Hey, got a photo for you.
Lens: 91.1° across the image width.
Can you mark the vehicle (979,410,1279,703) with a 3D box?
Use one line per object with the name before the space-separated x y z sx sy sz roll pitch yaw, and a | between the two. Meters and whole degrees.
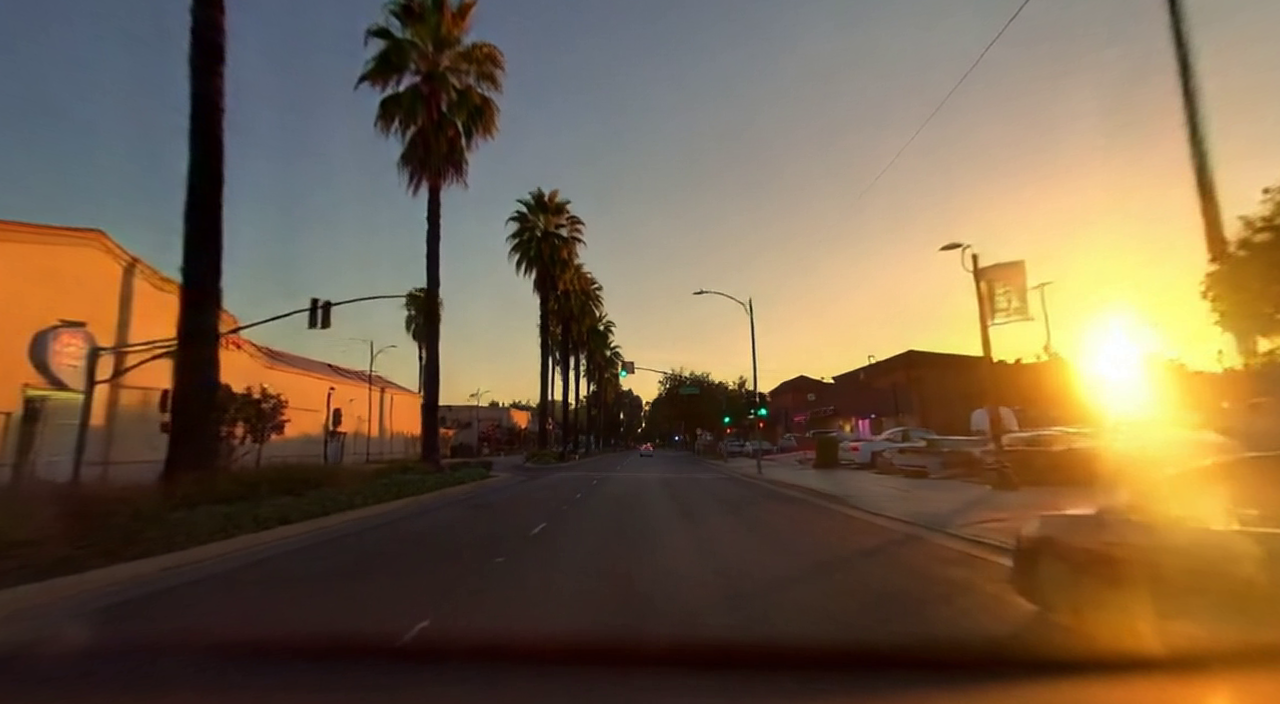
vehicle | 4.023 1.040 2.986 2.047 1.491 4.634 1 -7 -3
